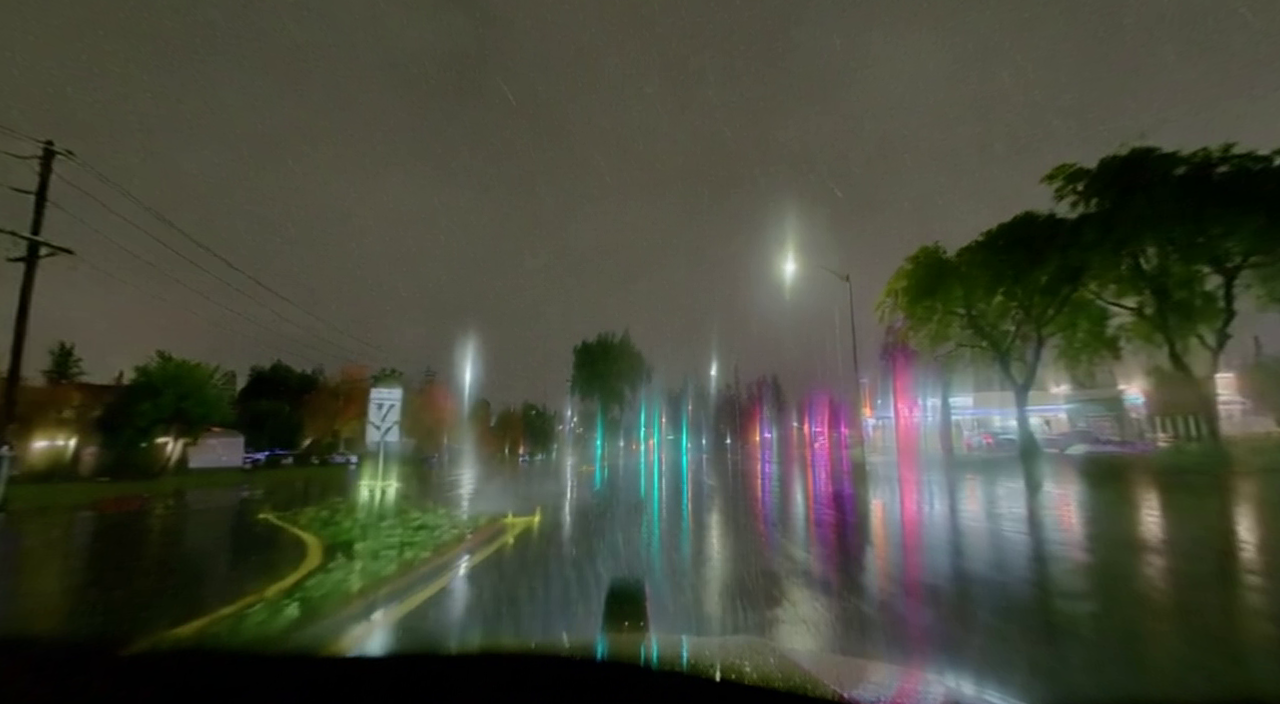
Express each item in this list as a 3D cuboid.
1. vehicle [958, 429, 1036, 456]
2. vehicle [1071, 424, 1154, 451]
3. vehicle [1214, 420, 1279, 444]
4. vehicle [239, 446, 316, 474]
[{"bbox_3d":[22.376,5.711,39.779,2.009,1.533,5.047,0,-8,0],"label":"vehicle"},{"bbox_3d":[29.831,5.467,39.970,1.854,1.604,4.333,0,-8,0],"label":"vehicle"},{"bbox_3d":[42.034,5.461,42.700,1.921,1.510,4.683,0,-8,2],"label":"vehicle"},{"bbox_3d":[-26.328,7.805,45.825,4.633,1.923,2.074,5,-10,-34],"label":"vehicle"}]
